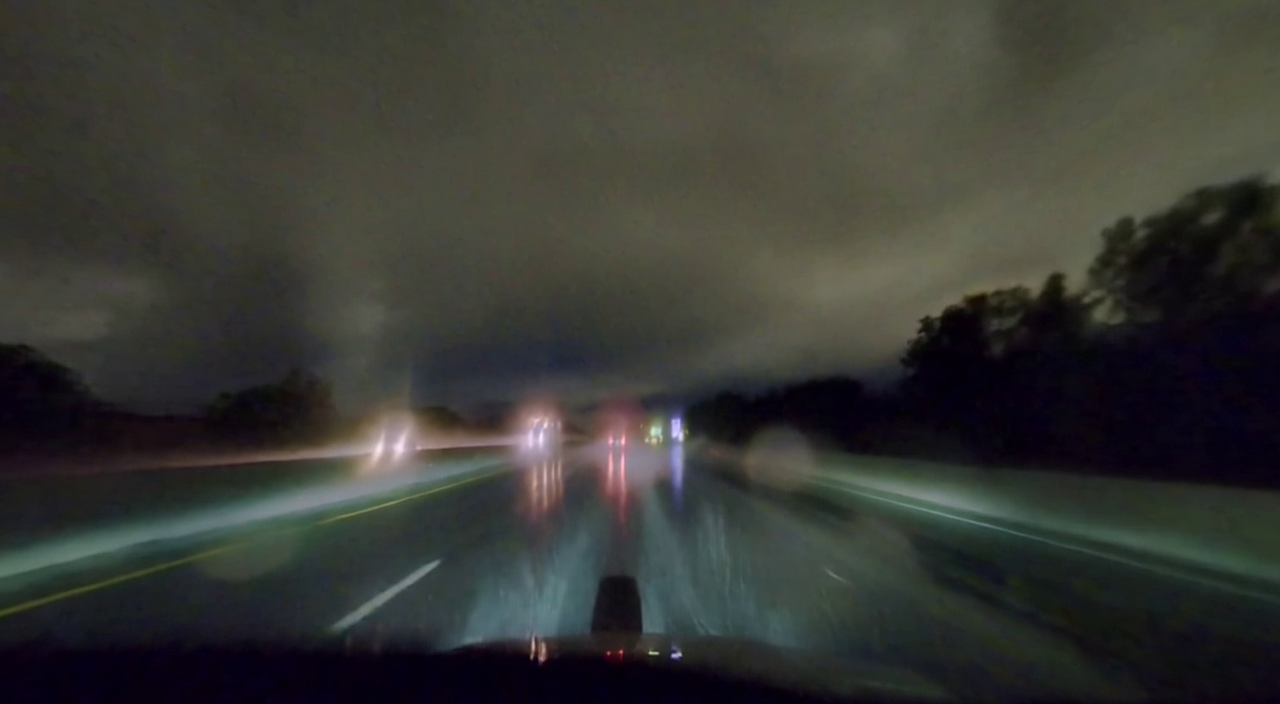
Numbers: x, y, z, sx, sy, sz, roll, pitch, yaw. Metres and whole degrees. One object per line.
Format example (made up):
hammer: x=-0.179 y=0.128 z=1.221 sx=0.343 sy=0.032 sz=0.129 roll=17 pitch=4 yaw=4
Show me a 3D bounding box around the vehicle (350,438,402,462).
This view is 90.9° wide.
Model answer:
vehicle: x=-16.737 y=6.200 z=40.079 sx=1.775 sy=1.467 sz=3.649 roll=0 pitch=-8 yaw=-1
